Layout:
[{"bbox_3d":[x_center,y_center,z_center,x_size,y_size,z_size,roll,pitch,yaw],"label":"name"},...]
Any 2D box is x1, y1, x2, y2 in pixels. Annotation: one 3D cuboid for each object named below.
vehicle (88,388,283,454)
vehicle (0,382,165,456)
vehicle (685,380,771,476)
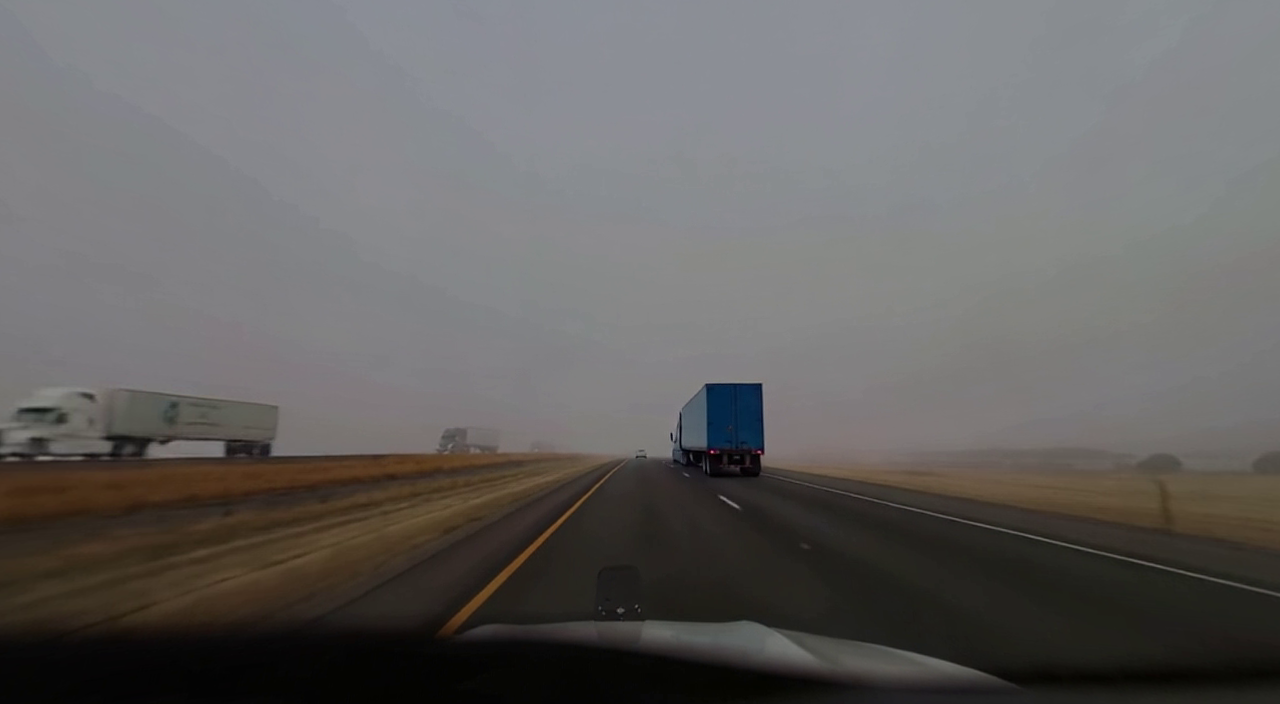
[{"bbox_3d":[-33.278,5.571,47.824,2.915,4.150,15.939,0,-9,0],"label":"vehicle"},{"bbox_3d":[-33.324,4.191,37.521,2.961,3.871,8.954,0,-9,-1],"label":"vehicle"},{"bbox_3d":[4.285,4.300,34.060,2.818,4.206,12.987,0,-9,0],"label":"vehicle"}]
